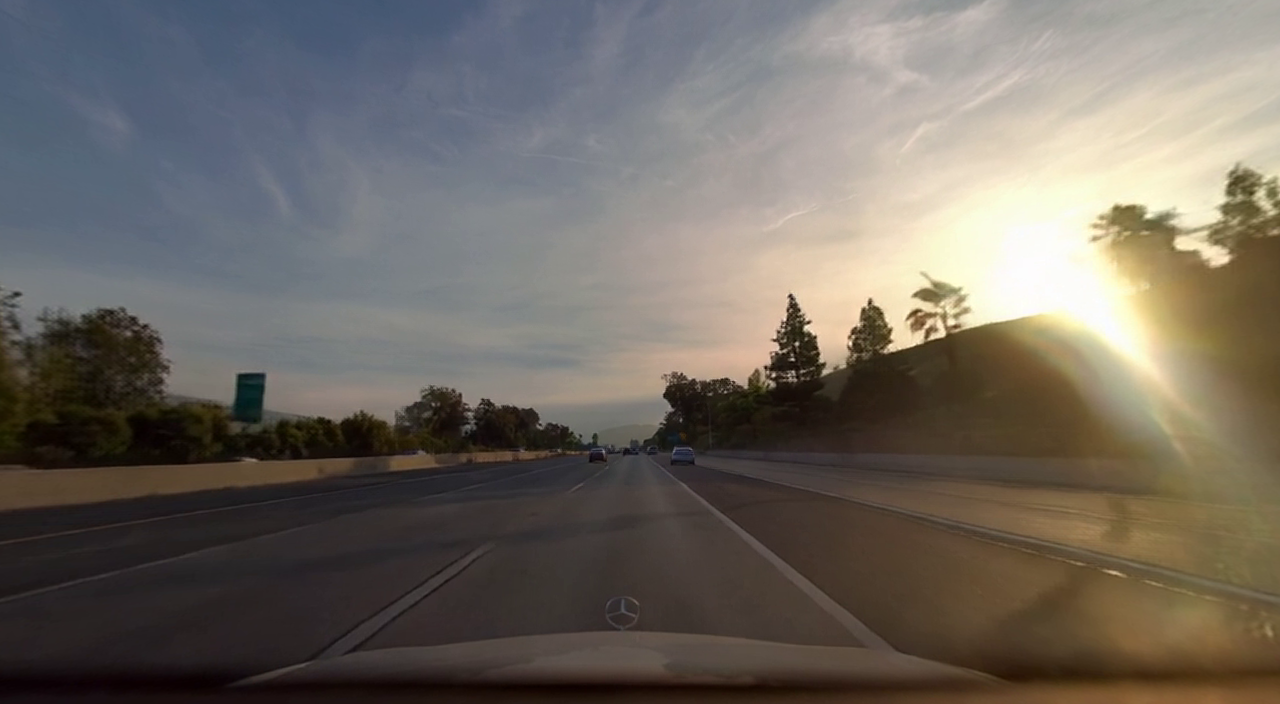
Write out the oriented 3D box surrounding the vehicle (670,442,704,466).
[{"bbox_3d":[3.411,7.553,46.975,2.130,1.677,4.317,0,-9,-1],"label":"vehicle"}]
